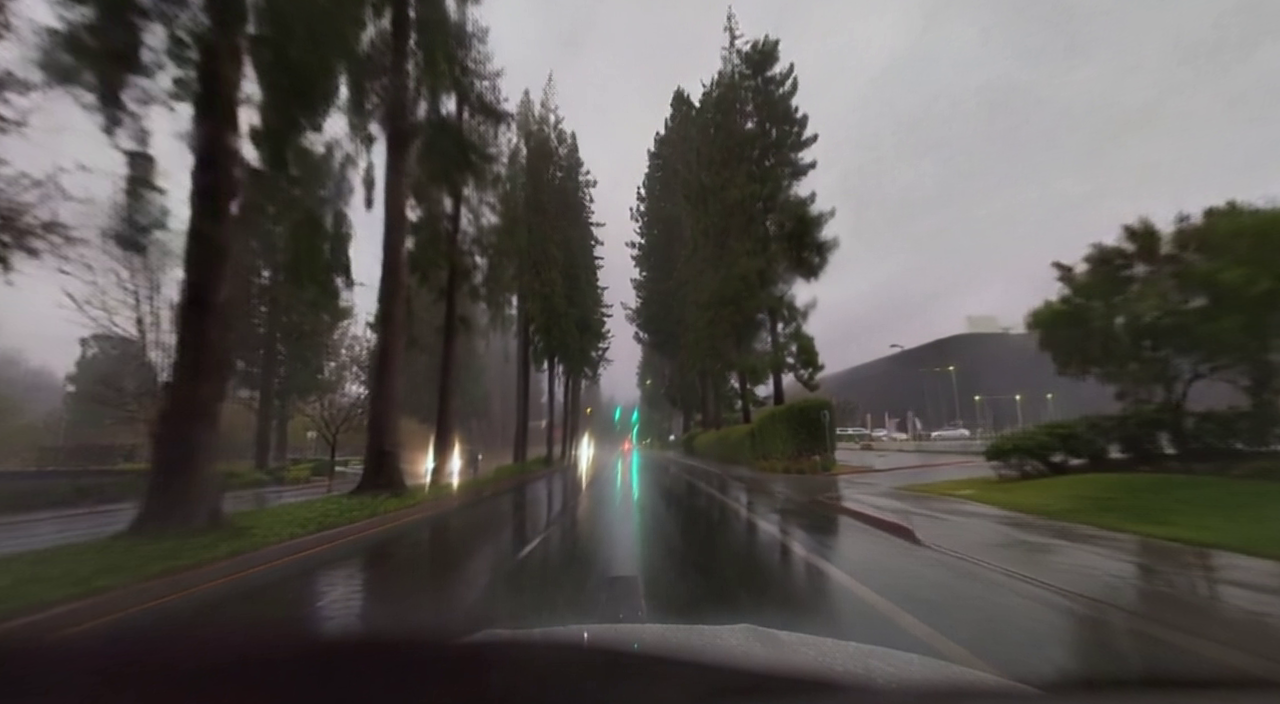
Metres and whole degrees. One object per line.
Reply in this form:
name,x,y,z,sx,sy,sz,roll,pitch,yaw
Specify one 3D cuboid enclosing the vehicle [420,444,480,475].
vehicle,-13.560,7.686,45.519,2.505,2.059,5.803,0,-8,0
